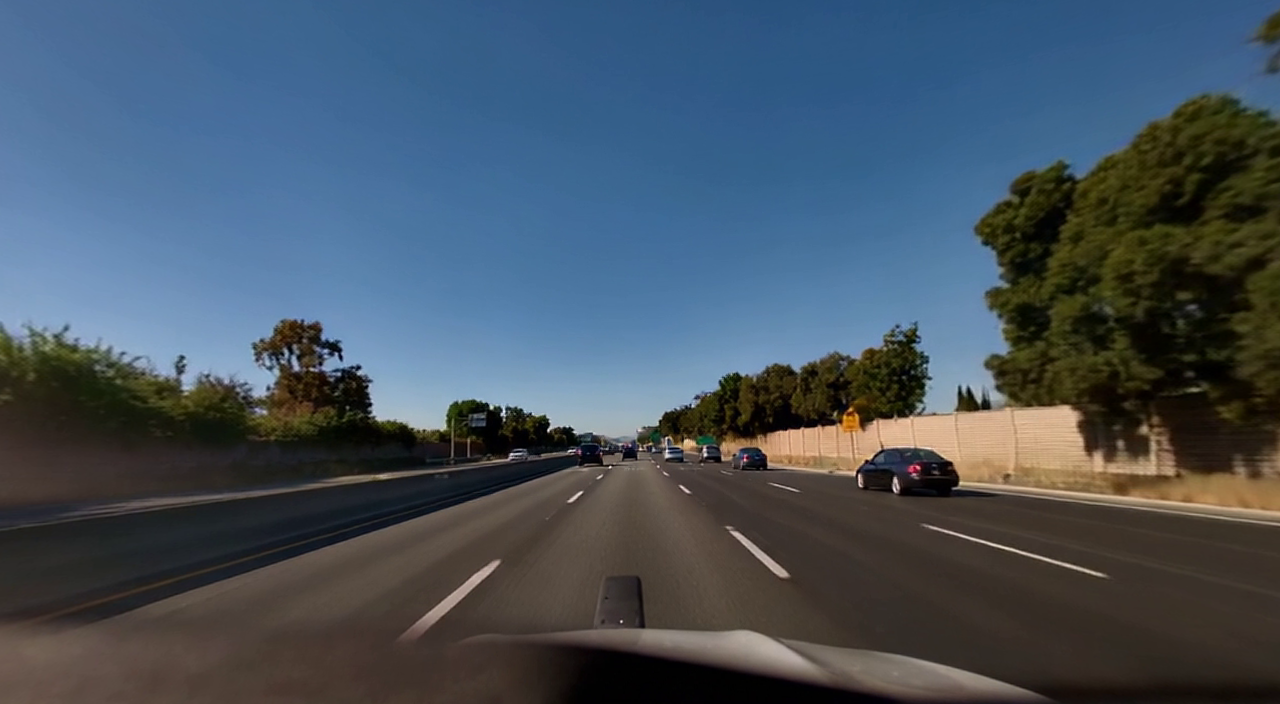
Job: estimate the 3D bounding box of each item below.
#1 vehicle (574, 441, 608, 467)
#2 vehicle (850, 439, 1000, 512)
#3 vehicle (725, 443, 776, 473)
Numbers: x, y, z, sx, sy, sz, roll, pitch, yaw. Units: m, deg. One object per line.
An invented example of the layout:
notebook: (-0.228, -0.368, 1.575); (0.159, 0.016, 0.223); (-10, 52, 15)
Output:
vehicle: (-3.546, 7.549, 46.791); (2.230, 1.827, 4.406); (0, -8, -1)
vehicle: (6.657, 2.882, 15.253); (1.838, 1.518, 3.713); (0, -8, 0)
vehicle: (6.306, 6.074, 36.479); (1.987, 1.597, 4.463); (0, -8, -2)
